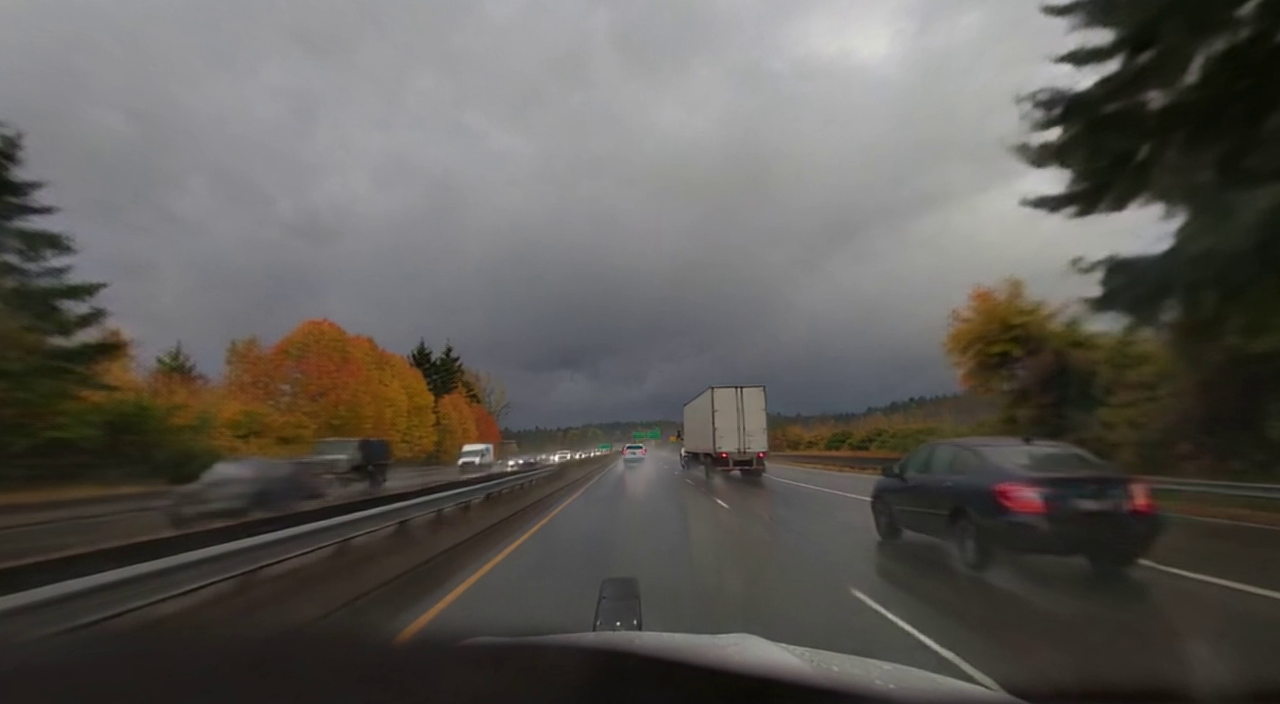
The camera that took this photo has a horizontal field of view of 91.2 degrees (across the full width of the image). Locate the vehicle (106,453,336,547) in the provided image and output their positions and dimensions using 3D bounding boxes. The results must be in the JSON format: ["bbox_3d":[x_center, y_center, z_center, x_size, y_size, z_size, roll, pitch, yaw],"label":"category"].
[{"bbox_3d":[-8.579,3.001,13.438,1.971,1.628,4.243,0,-9,0],"label":"vehicle"}]

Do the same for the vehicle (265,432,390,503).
[{"bbox_3d":[-13.514,5.020,27.742,2.349,2.712,6.085,0,-9,0],"label":"vehicle"}]

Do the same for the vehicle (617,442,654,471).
[{"bbox_3d":[-0.275,6.478,39.008,2.168,1.705,4.272,0,-9,0],"label":"vehicle"}]

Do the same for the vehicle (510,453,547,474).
[{"bbox_3d":[-8.609,8.619,48.779,1.990,1.528,4.661,0,-9,0],"label":"vehicle"}]

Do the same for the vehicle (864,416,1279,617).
[{"bbox_3d":[4.300,1.582,6.956,1.997,1.504,4.236,0,-9,-1],"label":"vehicle"}]
